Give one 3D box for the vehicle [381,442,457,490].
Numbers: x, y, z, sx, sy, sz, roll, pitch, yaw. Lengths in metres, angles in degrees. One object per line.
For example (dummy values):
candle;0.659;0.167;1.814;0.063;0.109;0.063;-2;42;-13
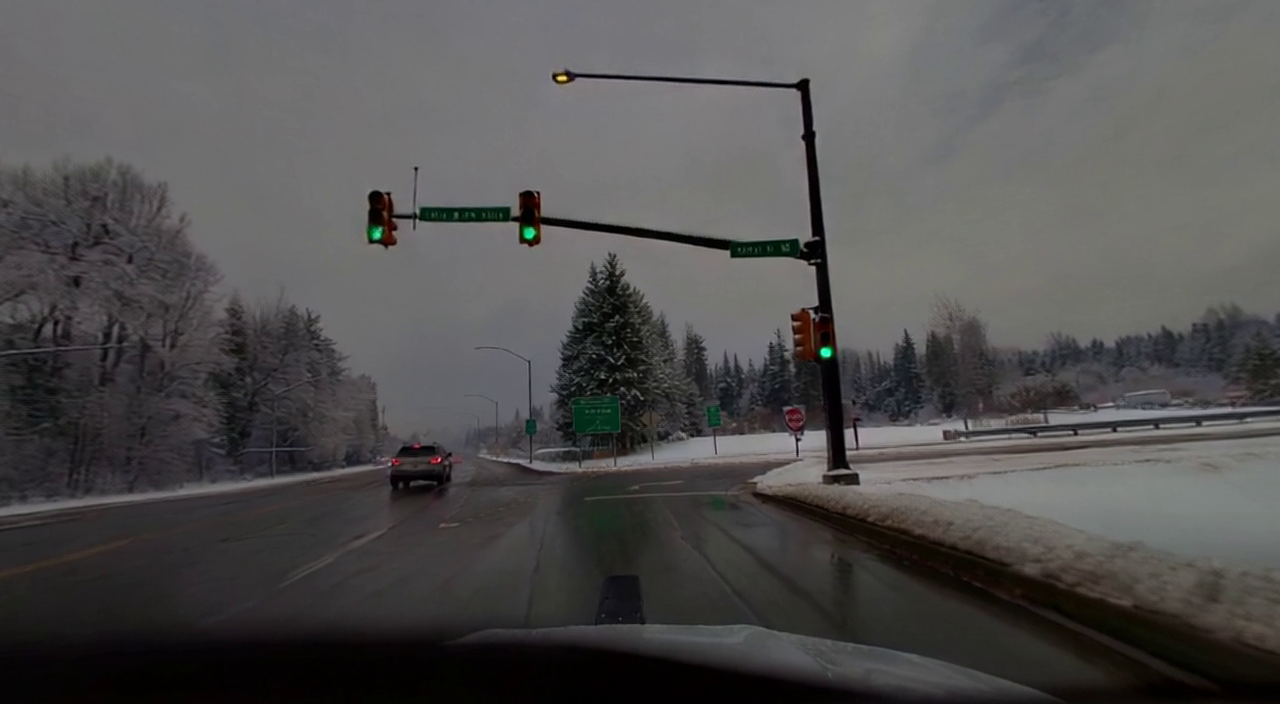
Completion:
vehicle;-8.588;4.430;25.020;2.134;1.707;4.471;1;-8;-10
